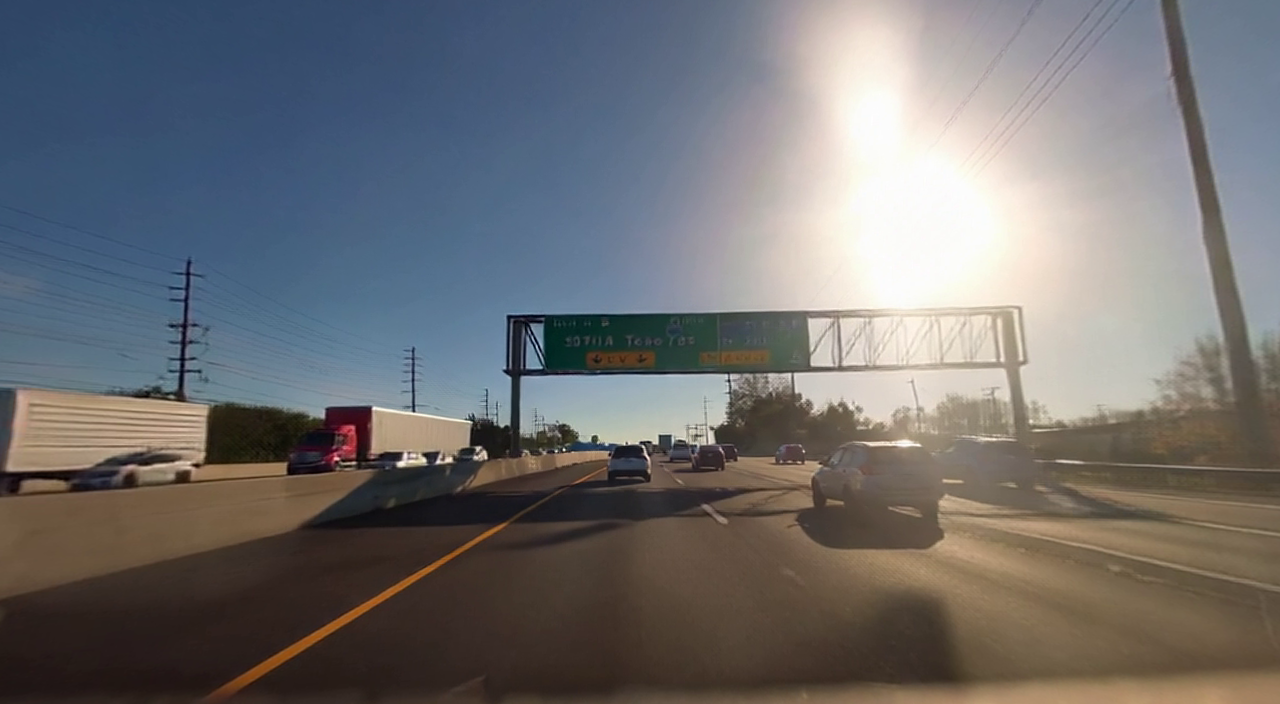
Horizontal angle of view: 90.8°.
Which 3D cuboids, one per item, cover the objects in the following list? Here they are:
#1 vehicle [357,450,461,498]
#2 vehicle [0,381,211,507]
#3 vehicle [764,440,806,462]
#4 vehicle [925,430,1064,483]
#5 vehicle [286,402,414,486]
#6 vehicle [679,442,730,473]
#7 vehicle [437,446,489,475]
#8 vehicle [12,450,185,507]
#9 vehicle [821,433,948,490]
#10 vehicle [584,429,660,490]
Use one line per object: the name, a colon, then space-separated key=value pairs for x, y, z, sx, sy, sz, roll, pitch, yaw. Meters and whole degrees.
vehicle: x=-7.885 y=4.166 z=22.068 sx=1.897 sy=1.470 sz=4.474 roll=0 pitch=-8 yaw=0
vehicle: x=-22.474 y=3.670 z=25.109 sx=2.958 sy=4.081 sz=11.148 roll=0 pitch=-9 yaw=0
vehicle: x=10.649 y=7.287 z=46.591 sx=1.901 sy=1.485 sz=4.483 roll=0 pitch=-9 yaw=-2
vehicle: x=11.189 y=3.325 z=20.342 sx=1.944 sy=1.505 sz=4.138 roll=0 pitch=-9 yaw=-2
vehicle: x=-15.368 y=5.021 z=34.406 sx=3.032 sy=3.968 sz=8.215 roll=0 pitch=-9 yaw=-1
vehicle: x=3.264 y=5.426 z=32.793 sx=1.934 sy=1.461 sz=4.368 roll=0 pitch=-9 yaw=-3
vehicle: x=-11.896 y=7.310 z=42.935 sx=2.102 sy=1.874 sz=5.112 roll=0 pitch=-8 yaw=-1
vehicle: x=-18.200 y=4.205 z=21.605 sx=1.866 sy=1.689 sz=4.569 roll=0 pitch=-9 yaw=0
vehicle: x=6.989 y=3.180 z=18.618 sx=1.958 sy=1.473 sz=4.201 roll=0 pitch=-8 yaw=-1
vehicle: x=-0.556 y=3.569 z=21.249 sx=2.298 sy=1.809 sz=4.359 roll=0 pitch=-8 yaw=0
